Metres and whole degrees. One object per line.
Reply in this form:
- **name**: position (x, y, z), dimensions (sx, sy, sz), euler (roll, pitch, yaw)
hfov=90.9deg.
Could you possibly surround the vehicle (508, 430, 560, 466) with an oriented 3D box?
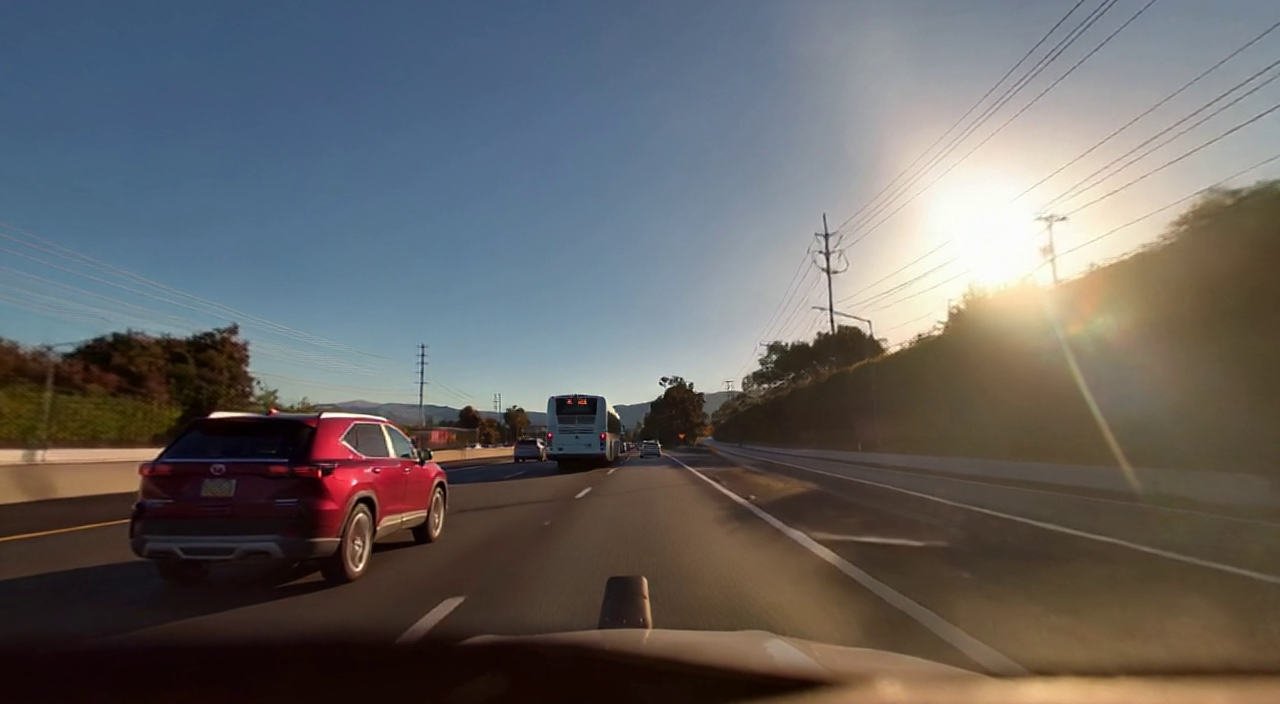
- **vehicle**: position (-6.790, 6.258, 41.111), dimensions (2.282, 2.116, 6.030), euler (0, -8, 1)

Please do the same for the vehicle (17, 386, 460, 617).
- **vehicle**: position (-3.662, 1.444, 6.959), dimensions (2.021, 1.730, 4.223), euler (0, -8, 1)

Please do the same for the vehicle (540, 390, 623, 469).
- **vehicle**: position (-2.936, 4.575, 35.830), dimensions (3.382, 3.712, 11.766), euler (1, -9, 1)

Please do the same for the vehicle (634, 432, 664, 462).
- **vehicle**: position (0.636, 6.845, 45.399), dimensions (2.083, 2.001, 4.782), euler (0, -8, 1)
